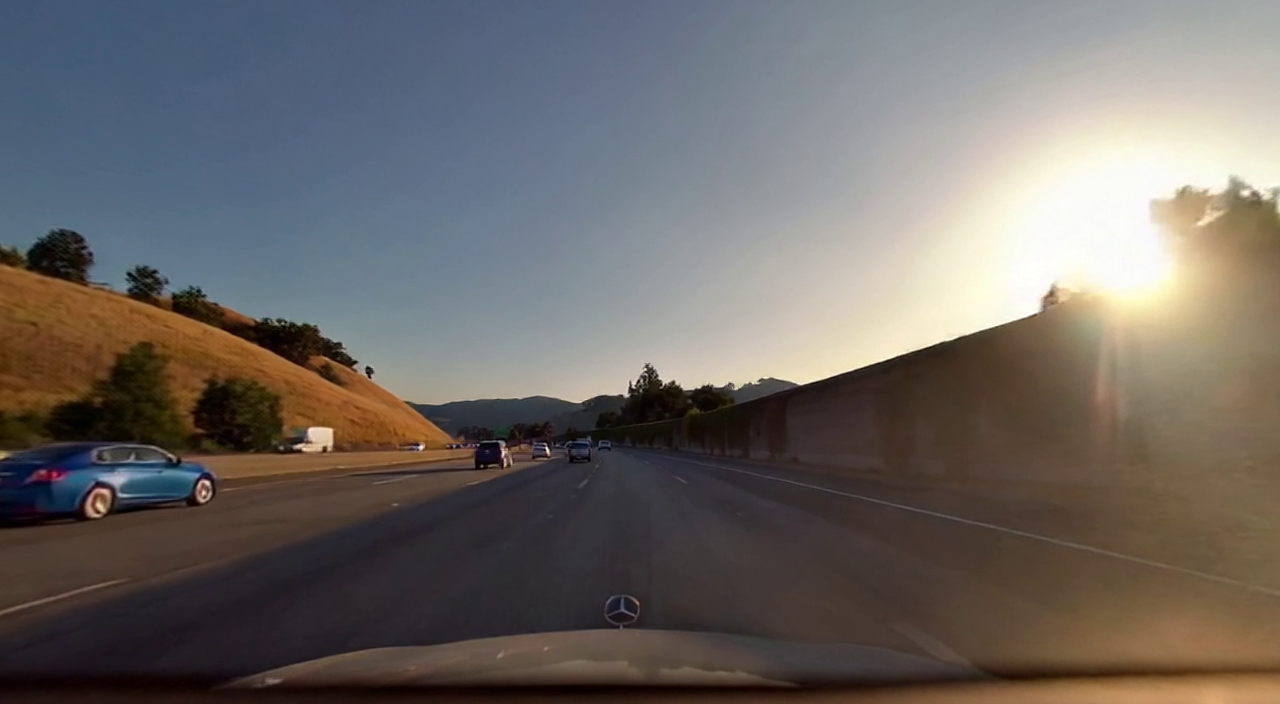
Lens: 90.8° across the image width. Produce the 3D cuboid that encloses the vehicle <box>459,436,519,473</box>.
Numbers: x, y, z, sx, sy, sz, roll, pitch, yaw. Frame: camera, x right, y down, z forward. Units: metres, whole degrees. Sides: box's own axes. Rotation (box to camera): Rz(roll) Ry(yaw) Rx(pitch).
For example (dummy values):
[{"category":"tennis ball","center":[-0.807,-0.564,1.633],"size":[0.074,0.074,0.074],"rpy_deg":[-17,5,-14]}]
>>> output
[{"category":"vehicle","center":[-7.908,5.417,33.562],"size":[2.074,1.768,4.805],"rpy_deg":[0,-9,-2]}]

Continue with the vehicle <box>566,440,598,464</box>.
[{"category":"vehicle","center":[-4.274,7.410,46.902],"size":[2.115,1.713,4.263],"rpy_deg":[0,-8,-2]}]

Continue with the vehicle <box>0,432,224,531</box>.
[{"category":"vehicle","center":[-10.425,2.307,11.911],"size":[1.949,1.475,4.740],"rpy_deg":[0,-8,0]}]
